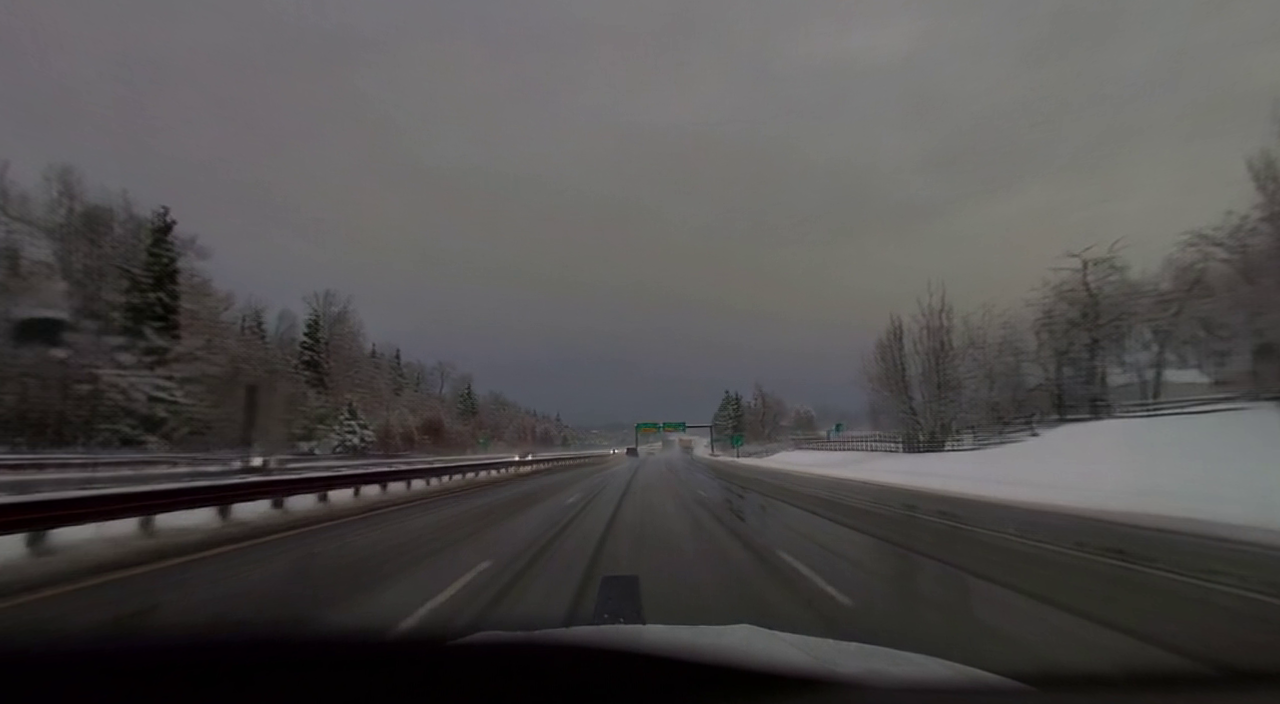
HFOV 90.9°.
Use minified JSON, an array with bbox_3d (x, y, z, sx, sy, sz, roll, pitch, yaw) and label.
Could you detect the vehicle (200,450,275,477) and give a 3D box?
[{"bbox_3d":[-25.726,7.134,40.461,1.909,1.600,4.553,0,-9,-2],"label":"vehicle"}]
